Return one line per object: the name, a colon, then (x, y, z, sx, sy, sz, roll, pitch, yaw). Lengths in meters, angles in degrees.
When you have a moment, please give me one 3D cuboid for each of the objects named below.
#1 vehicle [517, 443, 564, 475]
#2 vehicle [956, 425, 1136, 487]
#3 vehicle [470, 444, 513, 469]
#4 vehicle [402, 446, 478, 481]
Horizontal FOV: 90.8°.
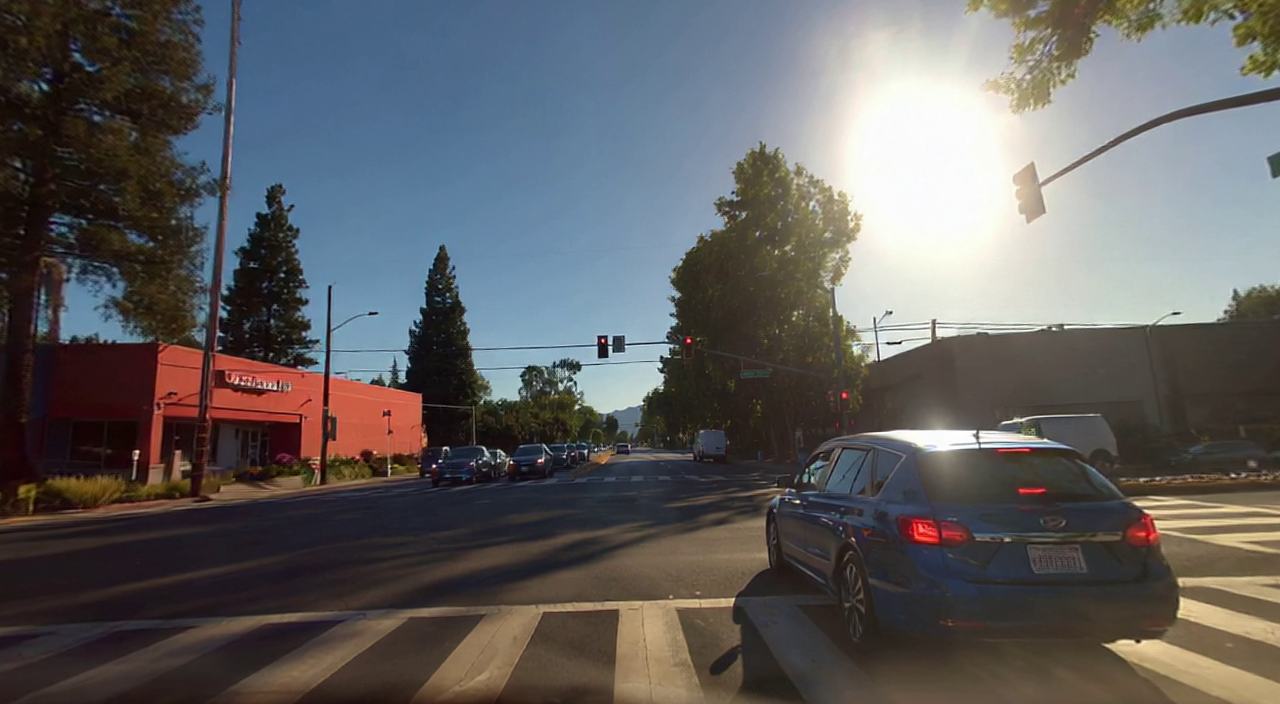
vehicle: (-4.792, 5.190, 30.923, 1.846, 1.416, 4.228, 0, -9, -4)
vehicle: (14.856, 3.753, 23.135, 5.910, 2.046, 2.228, 3, -9, -19)
vehicle: (-9.014, 6.373, 38.767, 1.779, 1.460, 4.463, 0, -9, -3)
vehicle: (-9.003, 5.032, 28.873, 2.024, 1.460, 4.381, 0, -9, 0)
